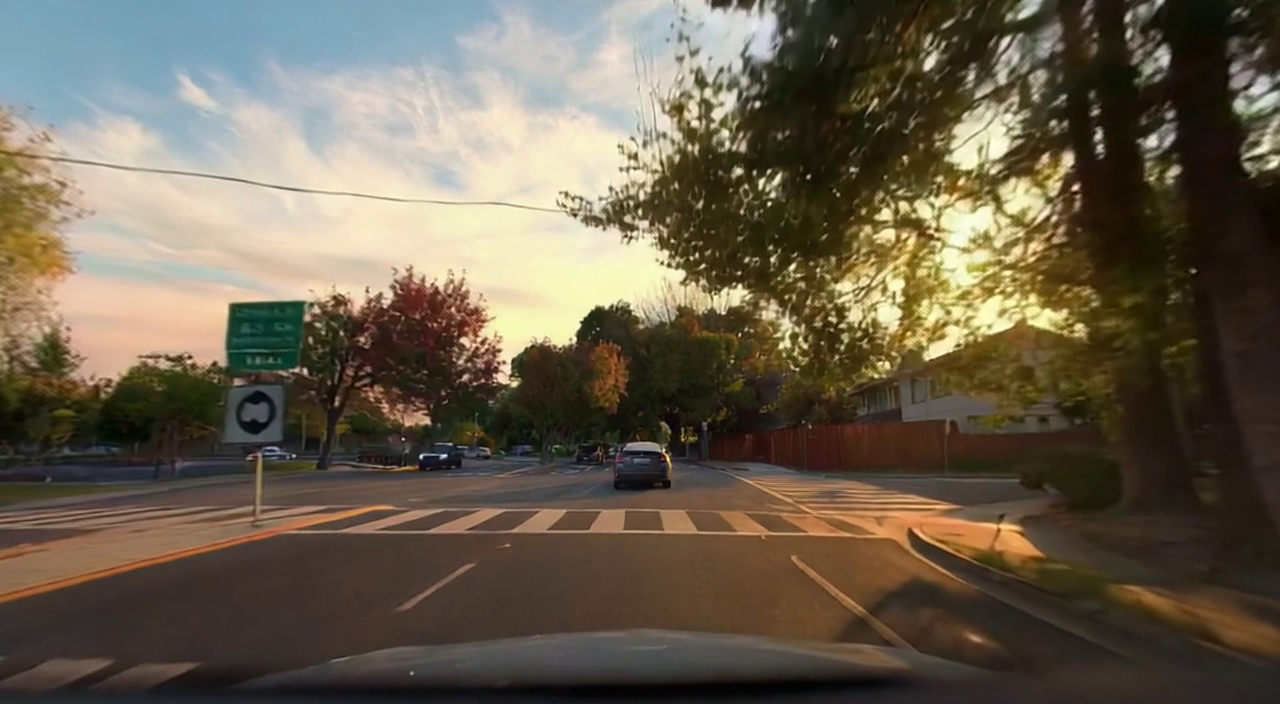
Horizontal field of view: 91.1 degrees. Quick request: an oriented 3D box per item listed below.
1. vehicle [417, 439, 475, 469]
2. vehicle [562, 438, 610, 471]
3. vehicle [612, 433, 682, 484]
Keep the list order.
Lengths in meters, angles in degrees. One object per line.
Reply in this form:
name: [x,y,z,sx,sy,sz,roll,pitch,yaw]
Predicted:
vehicle: [-11.435,6.038,37.334,2.103,1.679,4.199,0,-8,0]
vehicle: [-3.001,5.777,35.802,2.067,1.546,4.988,2,-7,2]
vehicle: [0.273,3.809,22.777,2.290,1.653,4.127,0,-8,1]
